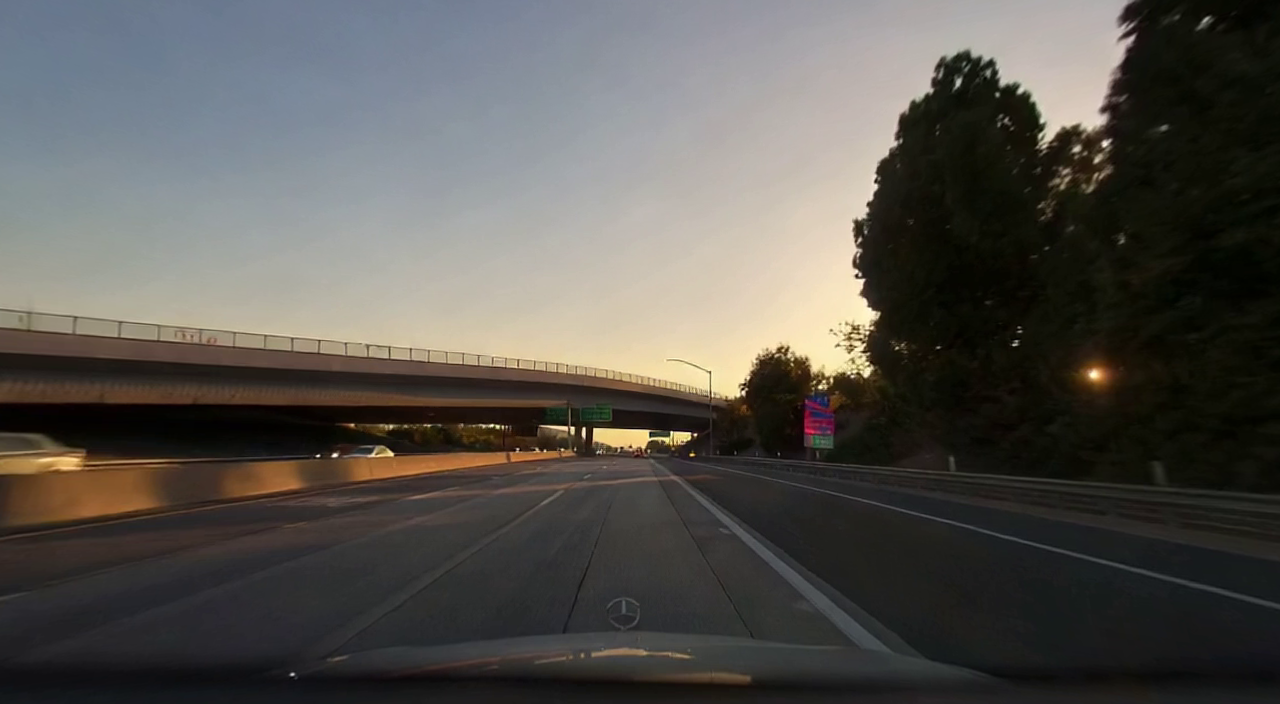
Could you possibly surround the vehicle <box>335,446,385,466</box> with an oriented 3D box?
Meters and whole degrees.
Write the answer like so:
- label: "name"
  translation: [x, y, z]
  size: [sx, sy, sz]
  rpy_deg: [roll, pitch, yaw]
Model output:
- label: "vehicle"
  translation: [-21.660, 8.022, 48.967]
  size: [1.799, 1.442, 4.505]
  rpy_deg: [0, -9, 0]
